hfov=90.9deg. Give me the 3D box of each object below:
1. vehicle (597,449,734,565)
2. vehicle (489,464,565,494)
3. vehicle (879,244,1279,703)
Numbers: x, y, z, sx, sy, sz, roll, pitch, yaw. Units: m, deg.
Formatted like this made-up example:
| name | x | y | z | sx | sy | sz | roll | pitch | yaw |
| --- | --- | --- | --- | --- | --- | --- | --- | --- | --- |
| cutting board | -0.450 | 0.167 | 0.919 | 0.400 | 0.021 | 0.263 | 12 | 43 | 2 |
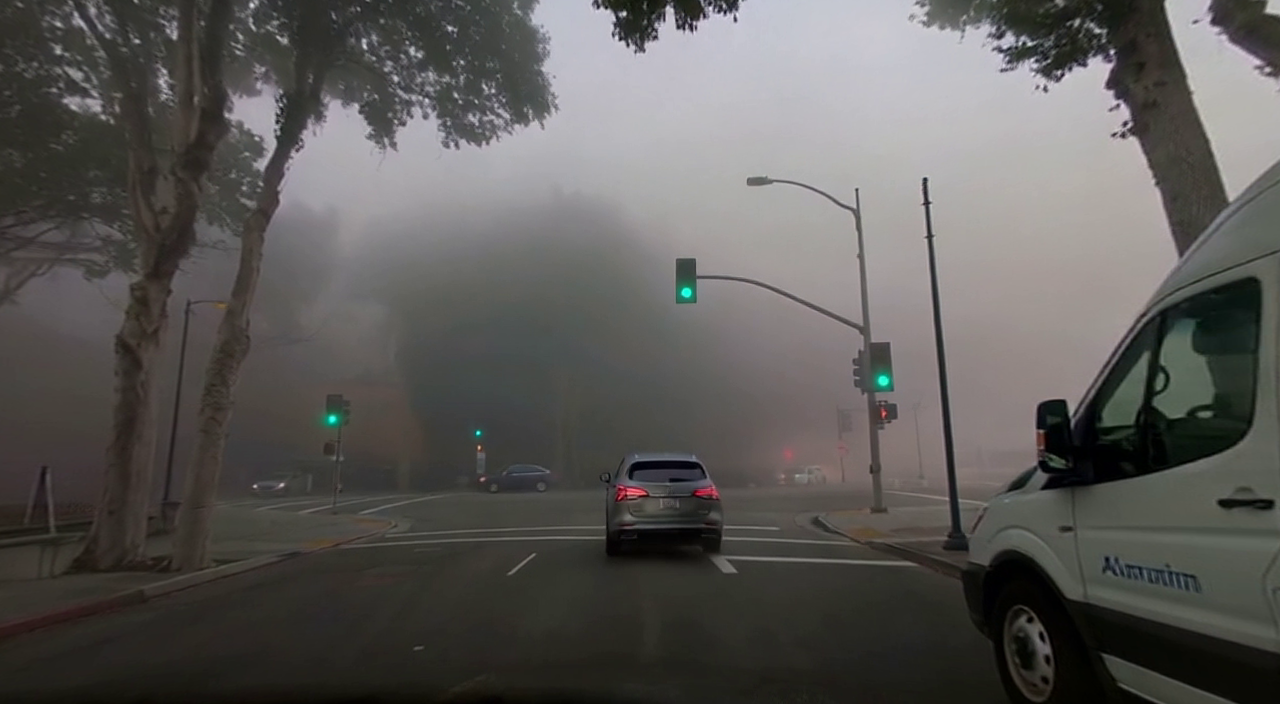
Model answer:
| name | x | y | z | sx | sy | sz | roll | pitch | yaw |
| --- | --- | --- | --- | --- | --- | --- | --- | --- | --- |
| vehicle | 0.302 | 2.571 | 10.944 | 1.961 | 1.629 | 3.610 | 1 | -11 | -2 |
| vehicle | -6.874 | 7.785 | 38.852 | 1.993 | 1.692 | 4.675 | -6 | -12 | 31 |
| vehicle | 2.839 | 0.762 | 2.104 | 2.054 | 1.965 | 5.248 | 0 | -11 | 1 |
